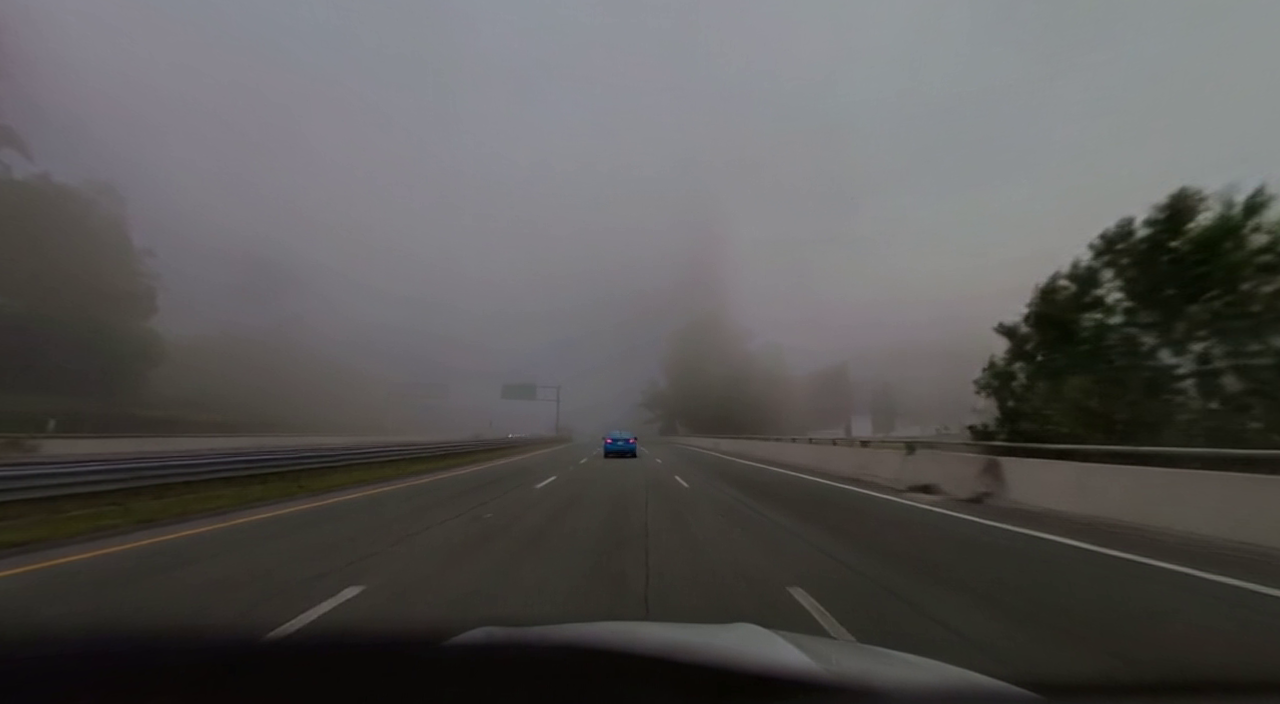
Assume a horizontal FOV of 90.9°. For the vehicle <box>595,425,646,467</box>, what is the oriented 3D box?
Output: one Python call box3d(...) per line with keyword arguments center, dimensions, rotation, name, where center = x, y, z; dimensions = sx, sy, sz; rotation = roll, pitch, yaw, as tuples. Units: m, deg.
box3d(center=(-0.813, 3.930, 26.613), dimensions=(2.020, 1.633, 3.942), rotation=(0, -8, -2), name="vehicle")
